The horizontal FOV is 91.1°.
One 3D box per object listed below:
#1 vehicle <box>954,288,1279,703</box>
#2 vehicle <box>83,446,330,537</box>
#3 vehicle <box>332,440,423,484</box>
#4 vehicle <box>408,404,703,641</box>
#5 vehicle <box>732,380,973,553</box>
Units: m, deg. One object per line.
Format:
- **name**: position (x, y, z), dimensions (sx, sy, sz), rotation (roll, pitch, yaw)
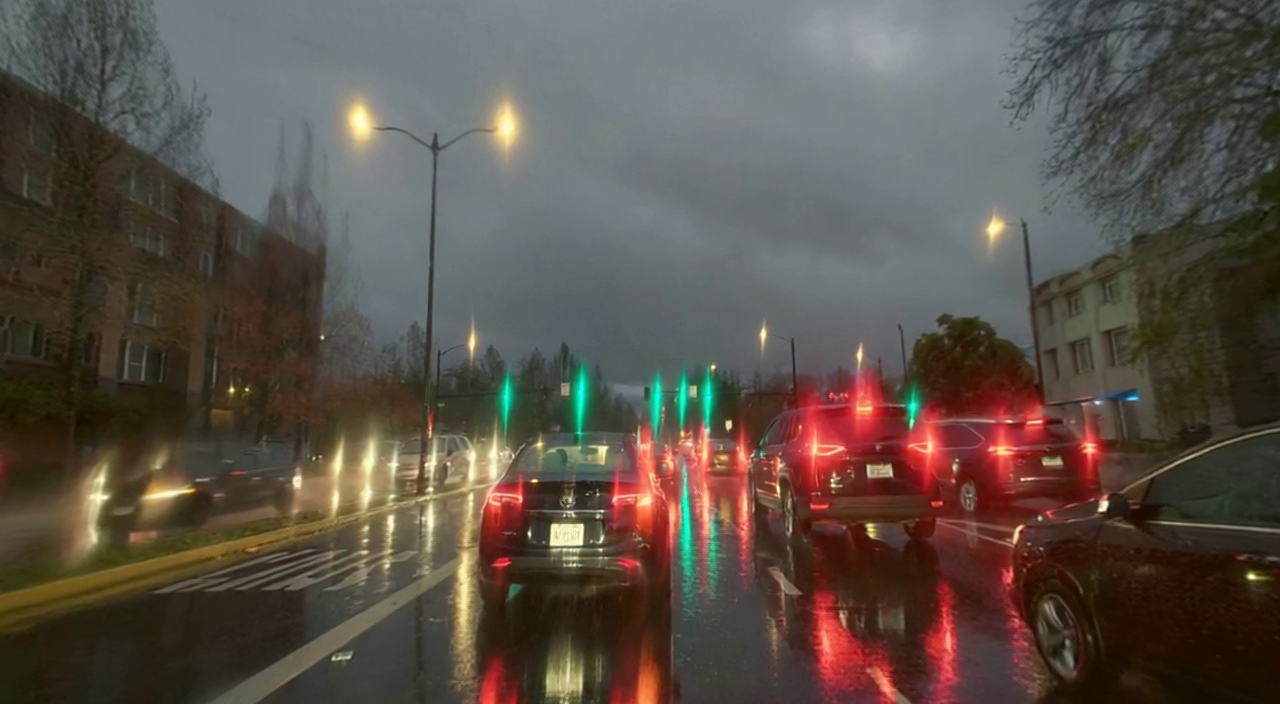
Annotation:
- **vehicle**: position (3.175, 0.766, 2.085), dimensions (1.982, 1.960, 4.427), rotation (0, -9, 1)
- **vehicle**: position (-9.349, 2.979, 14.194), dimensions (2.179, 1.689, 4.558), rotation (0, -9, 2)
- **vehicle**: position (-12.647, 5.309, 30.676), dimensions (2.314, 1.962, 4.891), rotation (0, -9, 0)
- **vehicle**: position (-0.557, 1.520, 6.592), dimensions (2.111, 1.676, 4.018), rotation (0, -9, 2)
- **vehicle**: position (3.482, 2.073, 11.999), dimensions (2.516, 2.481, 5.766), rotation (0, -9, -1)
